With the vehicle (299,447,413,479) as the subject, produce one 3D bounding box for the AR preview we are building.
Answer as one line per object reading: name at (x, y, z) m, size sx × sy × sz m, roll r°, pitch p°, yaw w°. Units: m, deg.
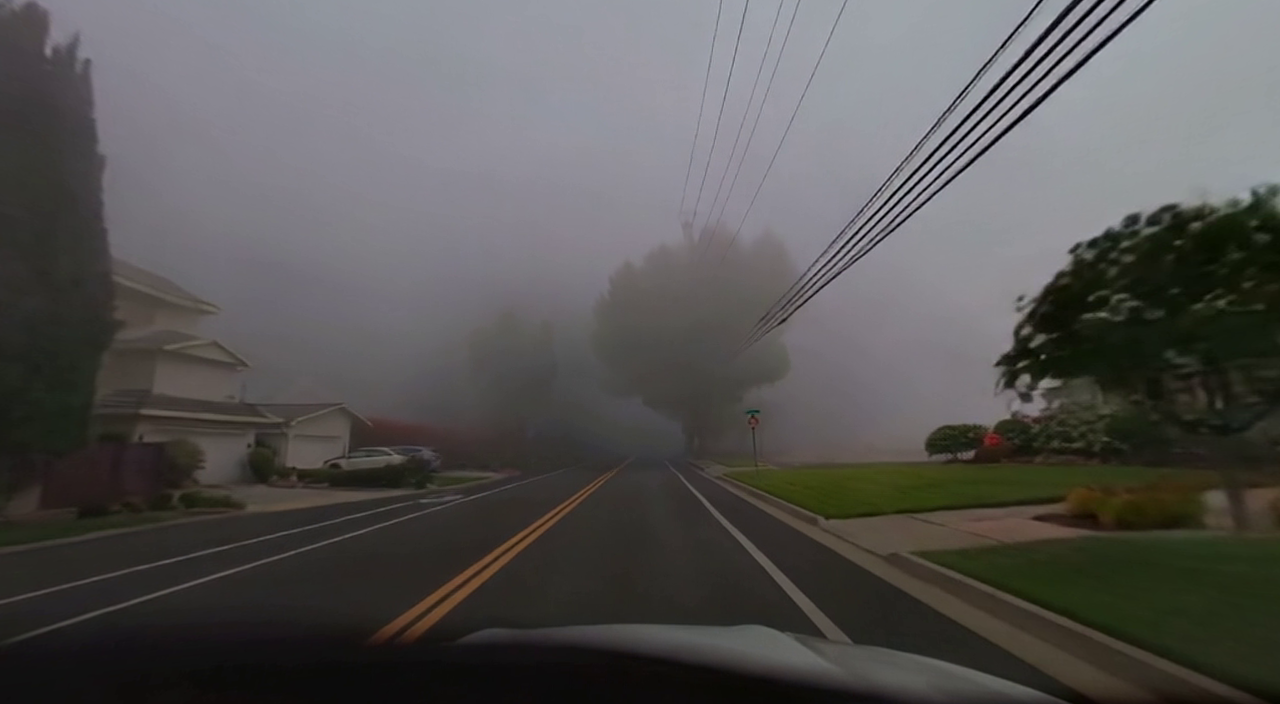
vehicle at (-13.915, 5.456, 31.248) m, size 4.554 × 1.535 × 2.261 m, roll 0°, pitch -8°, yaw -2°
